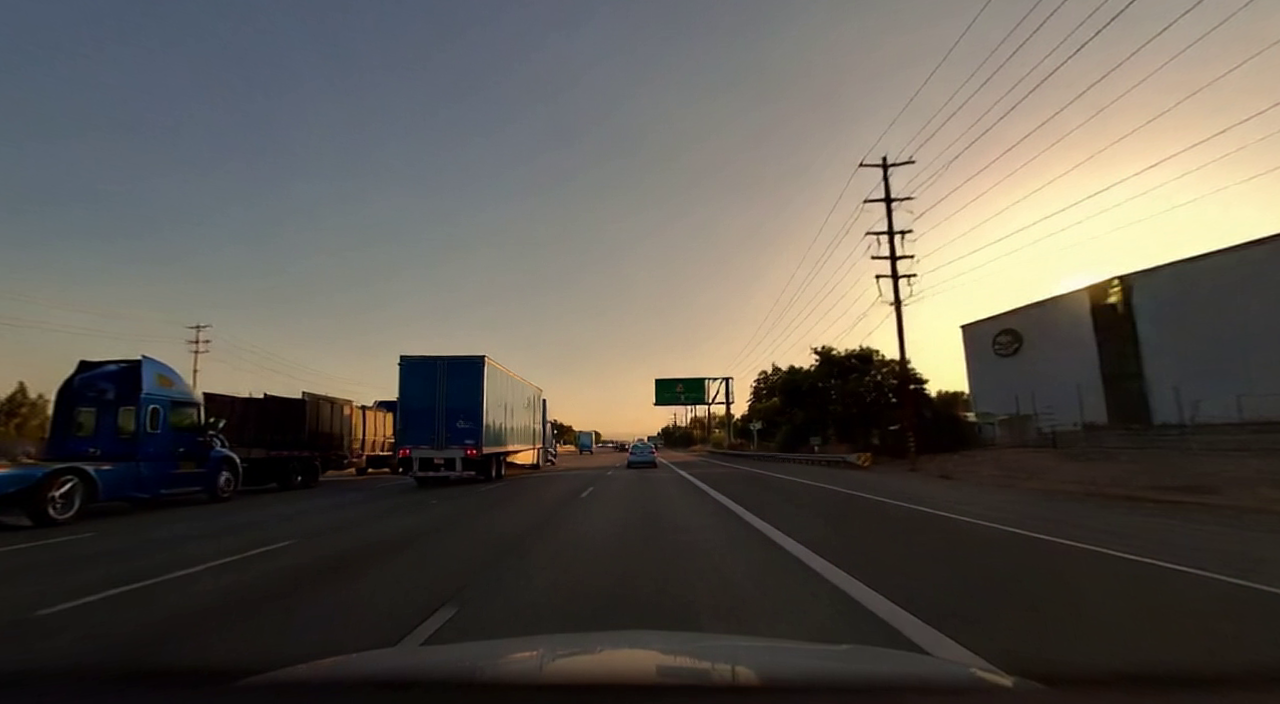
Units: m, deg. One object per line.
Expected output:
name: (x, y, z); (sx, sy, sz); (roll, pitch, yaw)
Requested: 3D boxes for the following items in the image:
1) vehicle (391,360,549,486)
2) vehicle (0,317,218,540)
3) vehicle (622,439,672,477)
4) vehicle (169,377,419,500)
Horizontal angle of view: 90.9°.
vehicle: (-6.593, 3.399, 28.132); (2.907, 4.081, 15.311); (0, -8, 0)
vehicle: (-10.598, 1.252, 10.083); (2.722, 3.172, 7.167); (0, -8, -1)
vehicle: (0.240, 4.660, 27.946); (2.055, 1.514, 4.323); (0, -8, -1)
vehicle: (-10.575, 2.912, 21.042); (2.896, 3.140, 9.491); (0, -8, 0)
